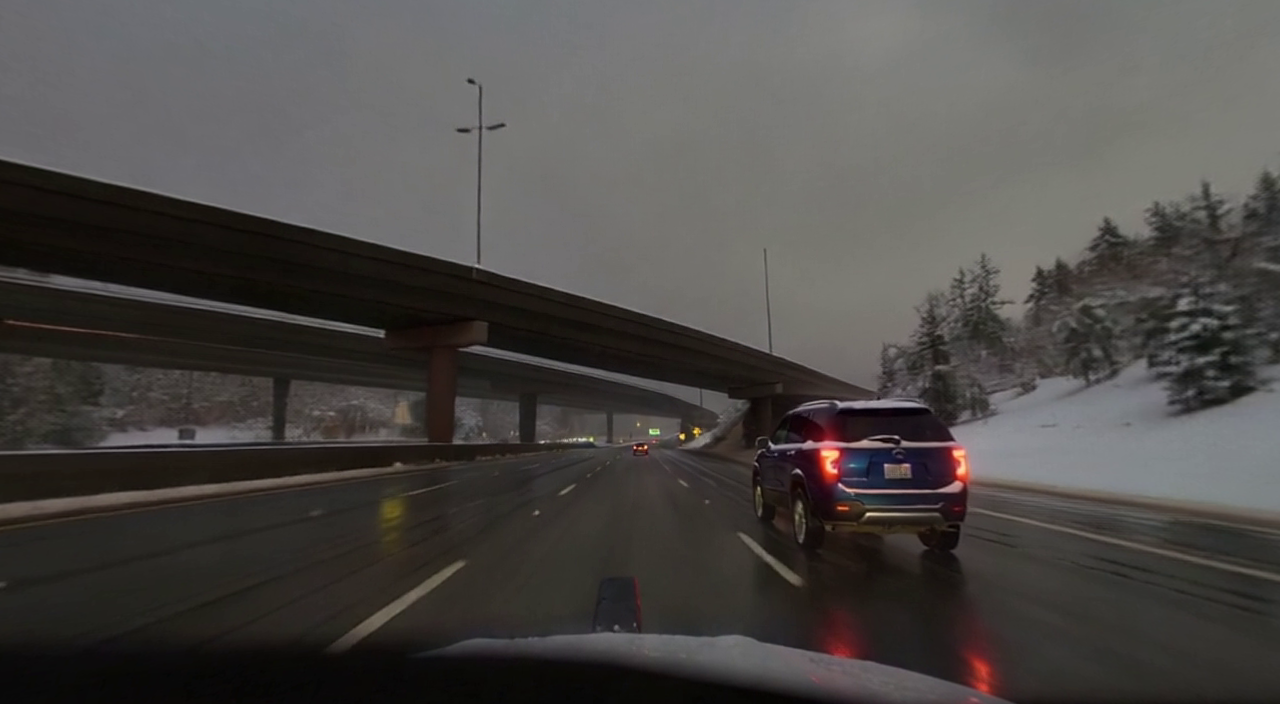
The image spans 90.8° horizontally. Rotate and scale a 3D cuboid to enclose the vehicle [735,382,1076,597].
[{"bbox_3d":[2.770,1.597,8.230,2.155,1.918,4.945,0,-9,-2],"label":"vehicle"}]
